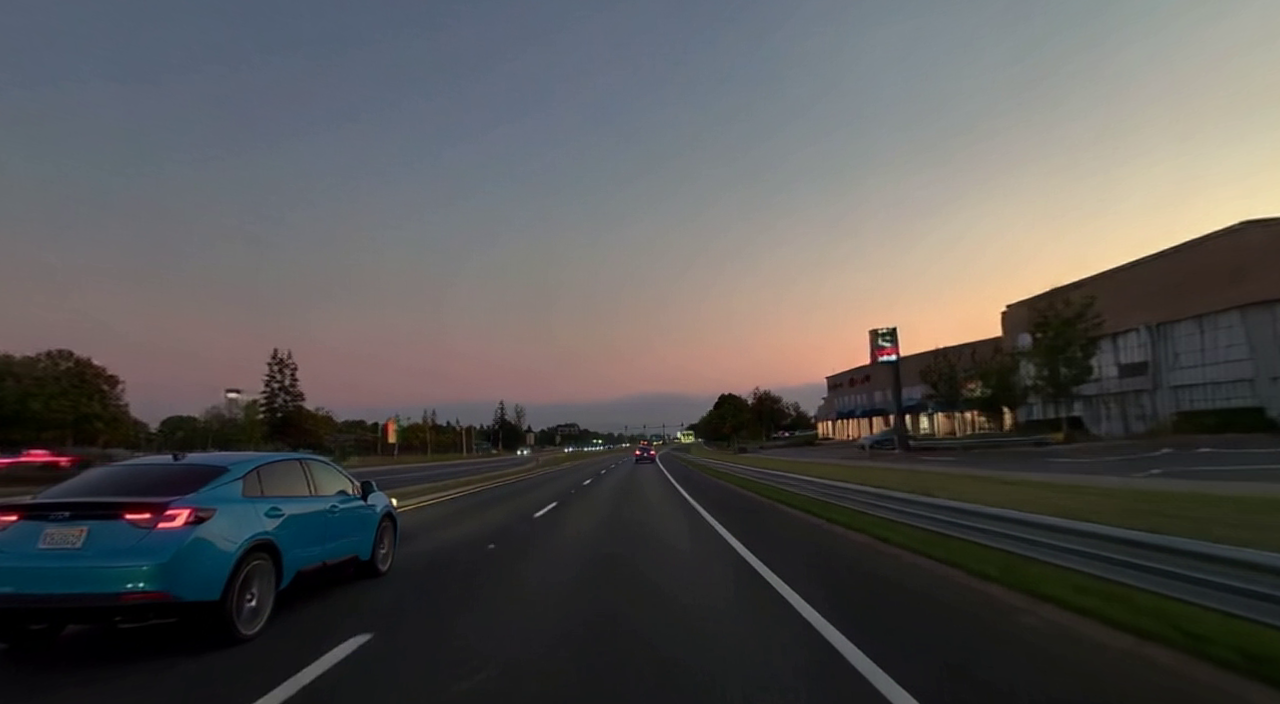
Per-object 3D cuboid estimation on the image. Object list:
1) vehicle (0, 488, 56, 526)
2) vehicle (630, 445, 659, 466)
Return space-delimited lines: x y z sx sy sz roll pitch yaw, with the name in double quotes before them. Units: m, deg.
"vehicle" -30.002 7.349 29.966 1.803 1.413 4.306 4 -10 -24
"vehicle" 0.325 7.621 46.474 2.014 1.507 3.960 0 -9 0
